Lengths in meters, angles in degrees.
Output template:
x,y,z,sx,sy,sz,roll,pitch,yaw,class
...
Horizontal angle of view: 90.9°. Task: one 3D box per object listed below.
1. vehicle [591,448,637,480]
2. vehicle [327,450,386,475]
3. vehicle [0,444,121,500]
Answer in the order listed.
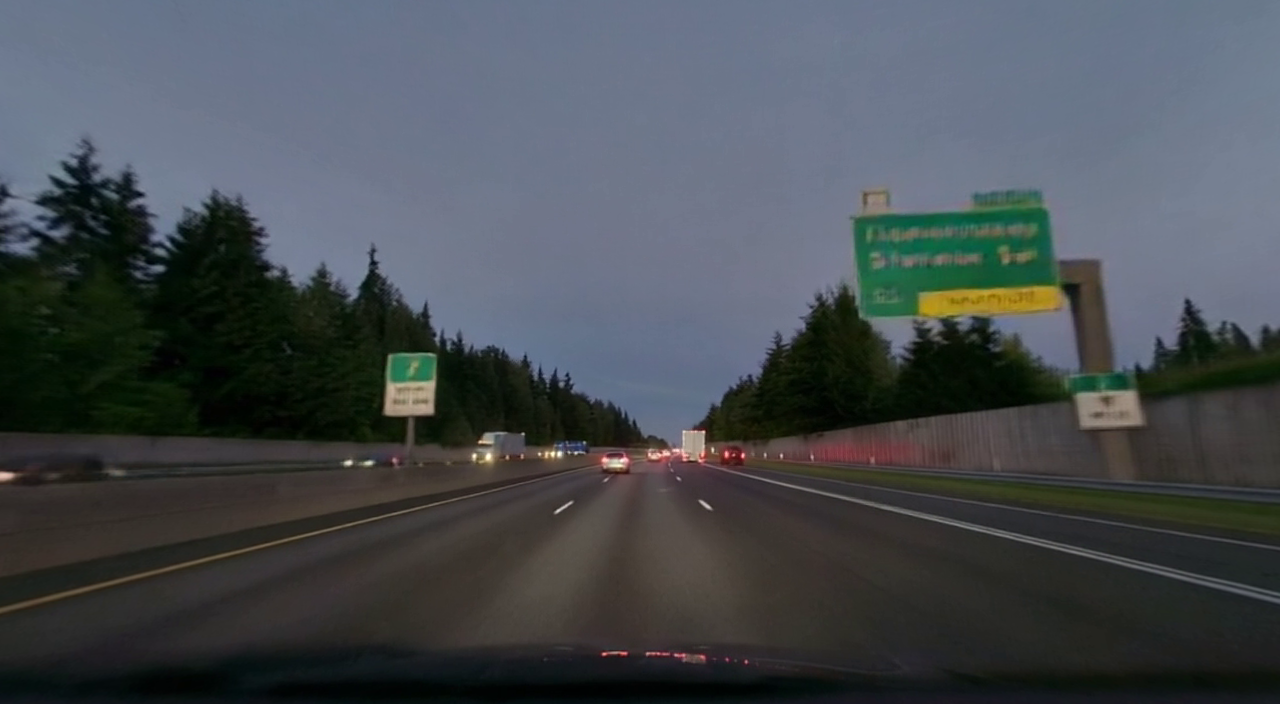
x,y,z,sx,sy,sz,roll,pitch,yaw,class
-1.263,5.654,32.064,2.035,1.513,4.272,0,-9,1,vehicle
-19.086,7.440,42.628,1.845,1.560,4.095,-1,-9,5,vehicle
-19.162,3.728,19.831,1.859,1.580,4.271,-1,-9,2,vehicle
